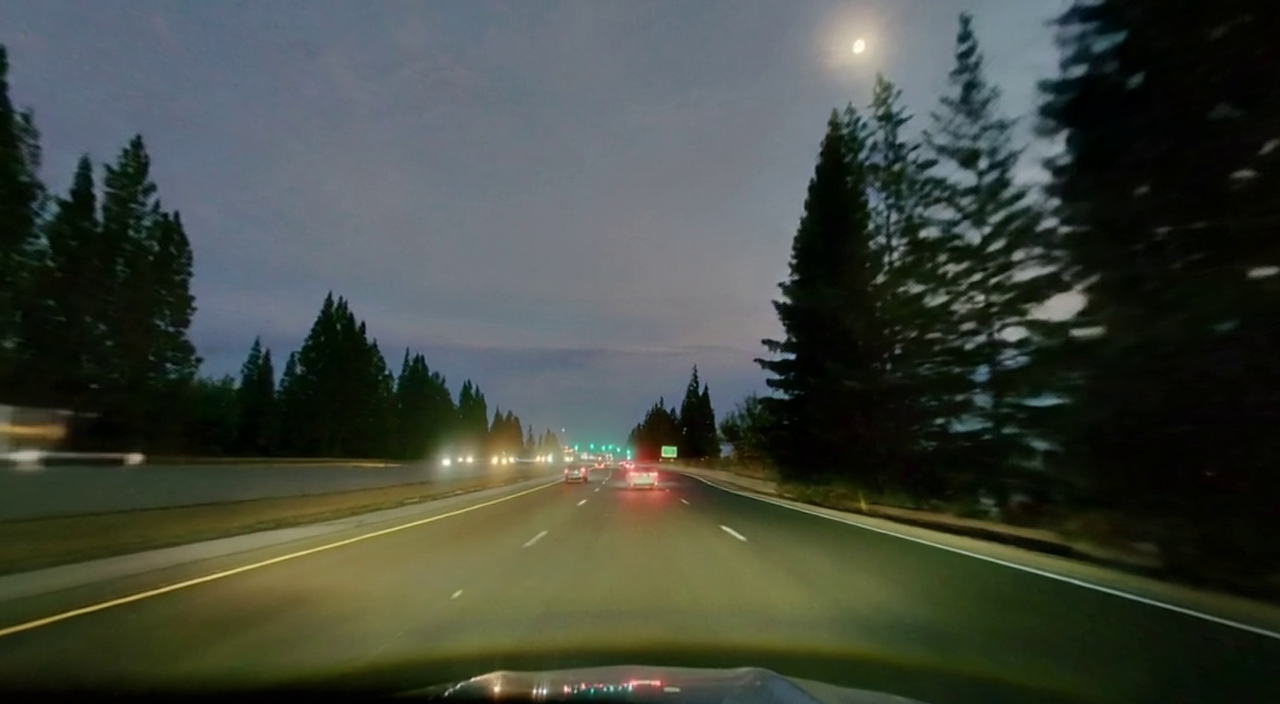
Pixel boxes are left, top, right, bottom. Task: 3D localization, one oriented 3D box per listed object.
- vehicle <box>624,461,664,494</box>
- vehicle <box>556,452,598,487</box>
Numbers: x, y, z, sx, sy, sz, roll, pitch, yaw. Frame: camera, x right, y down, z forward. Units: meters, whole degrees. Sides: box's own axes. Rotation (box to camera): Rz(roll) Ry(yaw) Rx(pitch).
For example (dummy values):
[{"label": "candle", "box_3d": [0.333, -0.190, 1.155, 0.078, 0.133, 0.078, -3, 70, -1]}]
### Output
[{"label": "vehicle", "box_3d": [0.156, 6.377, 32.189, 1.905, 1.559, 3.491, 1, -10, -1]}, {"label": "vehicle", "box_3d": [-4.065, 7.672, 41.264, 2.237, 2.113, 4.815, 1, -10, 0]}]
